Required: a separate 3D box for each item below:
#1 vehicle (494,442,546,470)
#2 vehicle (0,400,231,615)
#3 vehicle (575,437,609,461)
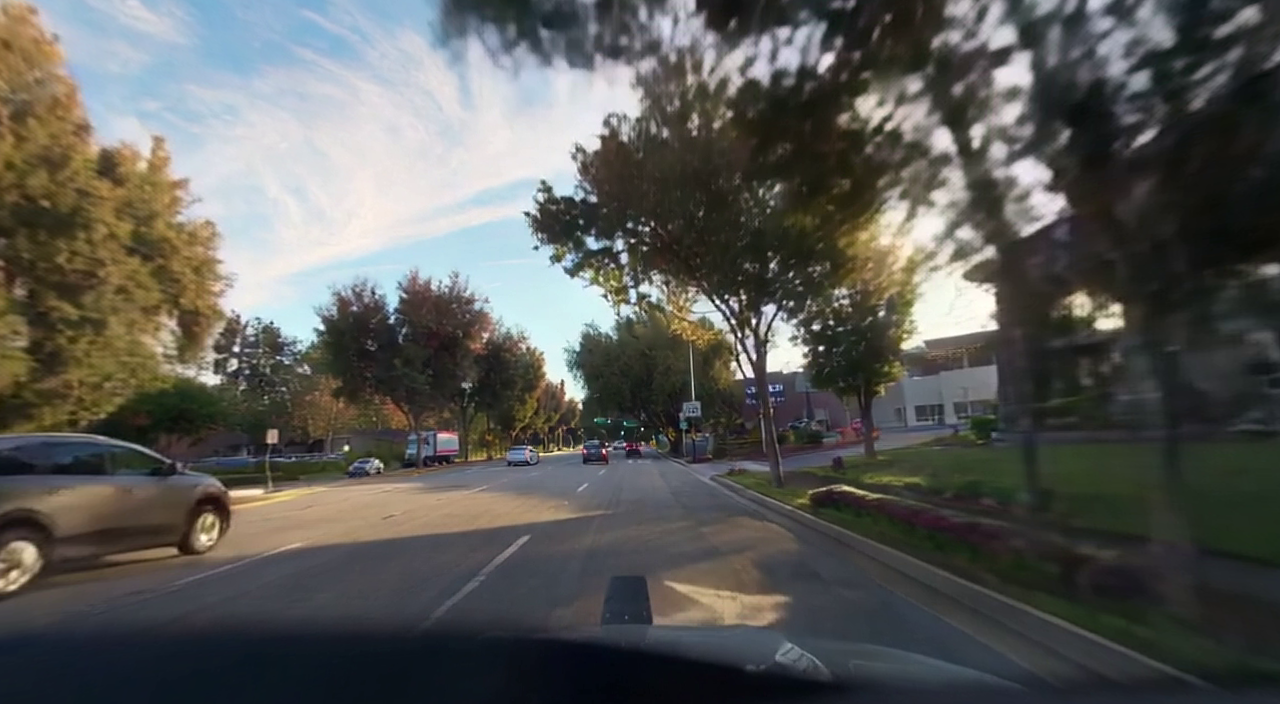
[{"bbox_3d":[-6.689,5.849,35.628,2.072,1.427,4.328,0,-9,0],"label":"vehicle"},{"bbox_3d":[-6.586,1.421,5.955,2.137,1.835,4.844,0,-9,0],"label":"vehicle"},{"bbox_3d":[-3.402,7.034,45.582,2.100,1.661,3.837,0,-9,1],"label":"vehicle"}]
